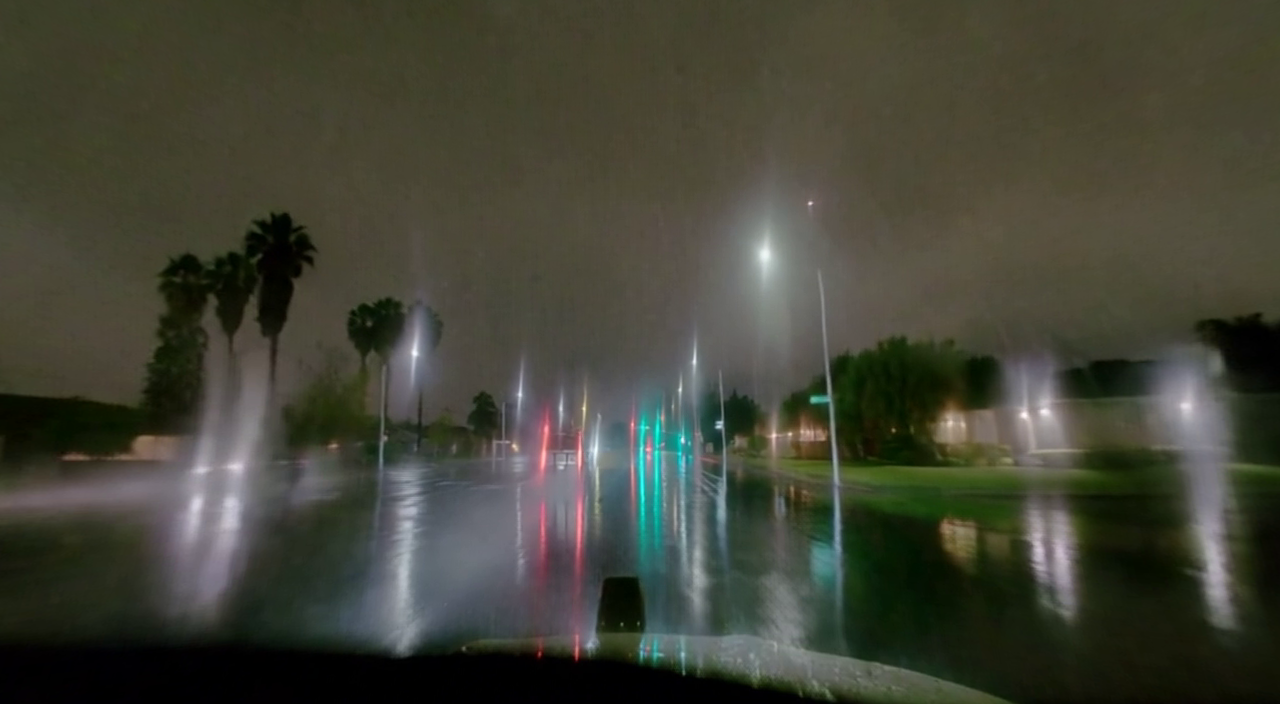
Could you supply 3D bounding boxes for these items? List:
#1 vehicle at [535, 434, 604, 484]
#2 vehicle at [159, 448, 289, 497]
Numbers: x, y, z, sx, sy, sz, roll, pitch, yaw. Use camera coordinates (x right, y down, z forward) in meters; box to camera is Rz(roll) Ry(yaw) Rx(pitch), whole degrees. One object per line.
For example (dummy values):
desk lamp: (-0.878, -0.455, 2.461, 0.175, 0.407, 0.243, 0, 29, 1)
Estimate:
vehicle: (-2.973, 4.699, 28.029, 2.370, 1.968, 5.698, 0, -9, 1)
vehicle: (-17.570, 5.058, 26.994, 2.105, 1.871, 4.969, 0, -9, 1)
